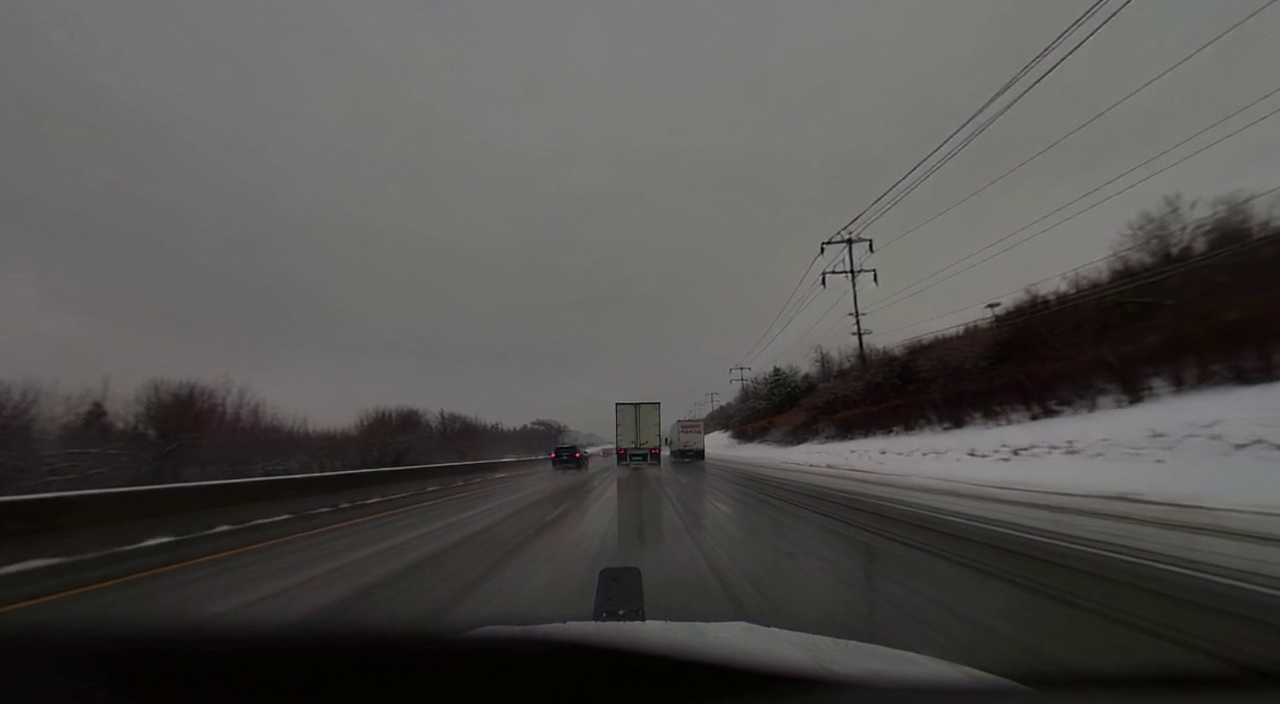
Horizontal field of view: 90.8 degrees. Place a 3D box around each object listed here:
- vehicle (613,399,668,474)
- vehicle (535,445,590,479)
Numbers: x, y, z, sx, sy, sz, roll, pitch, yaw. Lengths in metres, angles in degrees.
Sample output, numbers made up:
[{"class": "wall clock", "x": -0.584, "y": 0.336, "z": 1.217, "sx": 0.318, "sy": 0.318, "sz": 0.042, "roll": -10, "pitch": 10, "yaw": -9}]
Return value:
[{"class": "vehicle", "x": 0.069, "y": 5.427, "z": 39.789, "sx": 2.985, "sy": 4.025, "sz": 10.982, "roll": 0, "pitch": -9, "yaw": 0}, {"class": "vehicle", "x": -3.758, "y": 5.432, "z": 31.441, "sx": 2.128, "sy": 1.533, "sz": 4.694, "roll": 0, "pitch": -9, "yaw": 0}]
